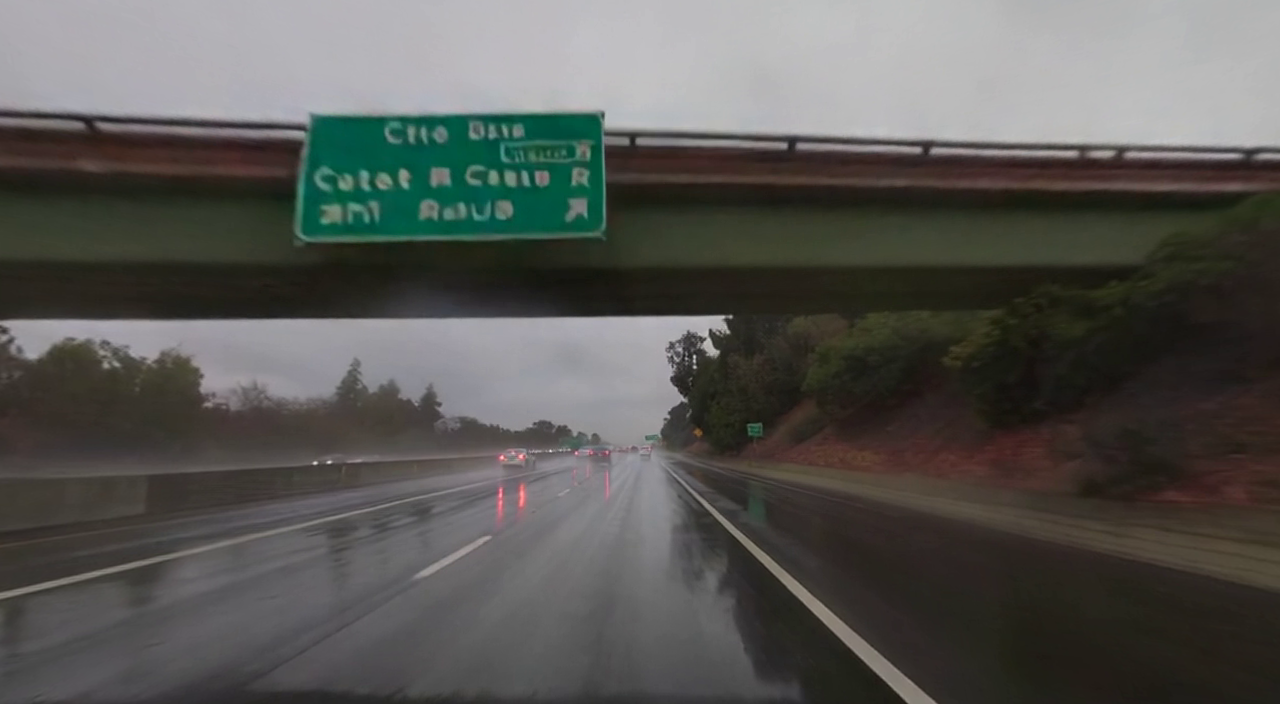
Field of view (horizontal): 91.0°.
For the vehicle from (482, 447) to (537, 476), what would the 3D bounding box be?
[{"bbox_3d":[-7.243,6.113,35.391,2.002,1.507,4.631,0,-9,1],"label":"vehicle"}]
